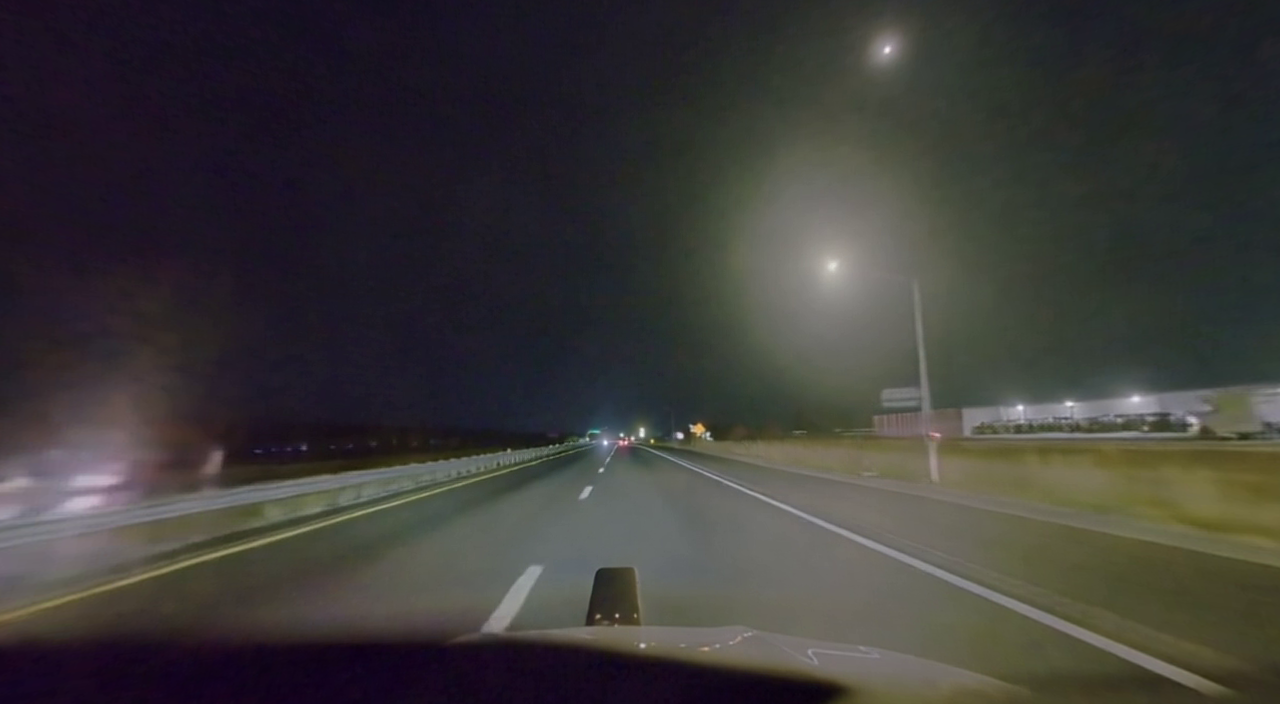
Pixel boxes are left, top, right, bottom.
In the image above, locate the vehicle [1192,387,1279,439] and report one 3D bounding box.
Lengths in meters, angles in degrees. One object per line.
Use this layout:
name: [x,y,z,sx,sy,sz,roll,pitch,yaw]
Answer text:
vehicle: [43.007,4.300,43.322,2.825,3.337,7.900,-2,-8,2]
